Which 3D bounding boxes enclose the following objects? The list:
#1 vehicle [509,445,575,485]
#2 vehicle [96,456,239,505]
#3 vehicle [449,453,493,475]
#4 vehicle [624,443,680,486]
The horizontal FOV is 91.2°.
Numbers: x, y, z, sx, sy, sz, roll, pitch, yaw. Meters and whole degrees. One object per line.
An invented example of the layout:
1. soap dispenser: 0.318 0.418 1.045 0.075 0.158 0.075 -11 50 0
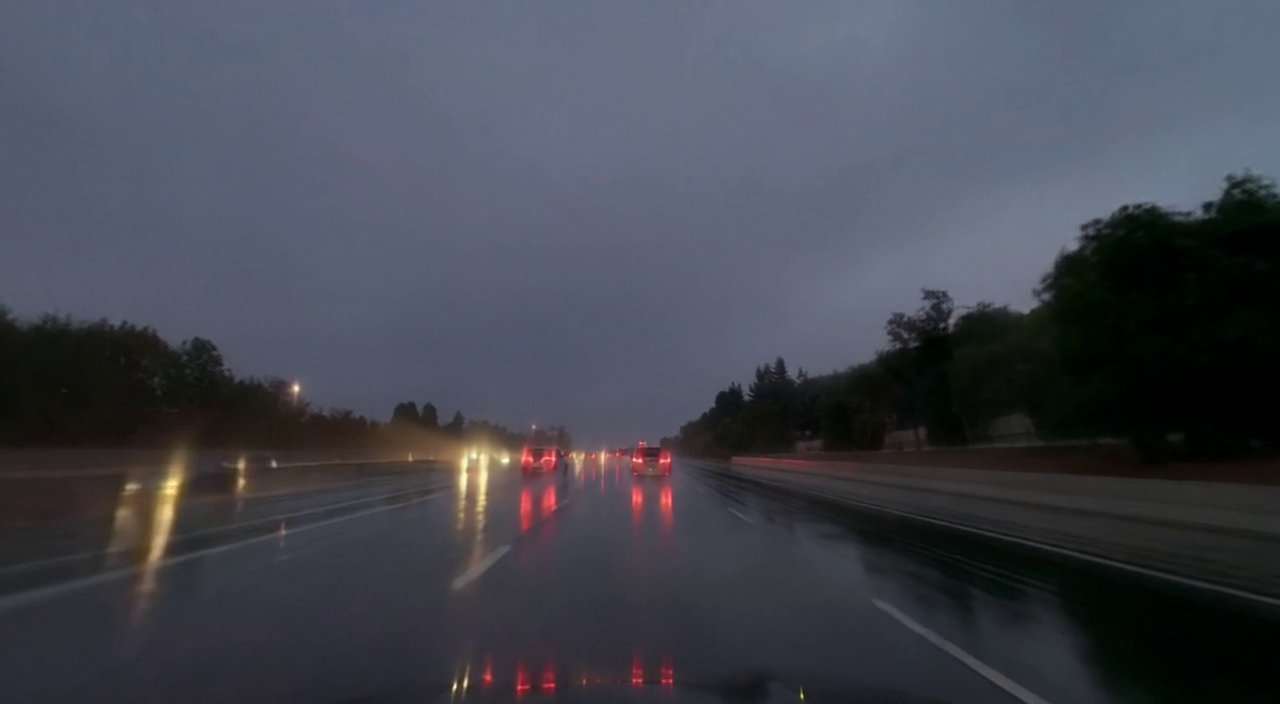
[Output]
1. vehicle: -3.955 4.630 26.001 1.940 1.502 4.463 -1 -9 1
2. vehicle: -16.789 4.546 22.570 1.874 1.538 4.116 0 -9 0
3. vehicle: -12.482 8.311 46.596 1.954 1.514 4.517 -1 -9 1
4. vehicle: 0.399 4.443 24.954 2.015 1.526 4.286 0 -9 -1
